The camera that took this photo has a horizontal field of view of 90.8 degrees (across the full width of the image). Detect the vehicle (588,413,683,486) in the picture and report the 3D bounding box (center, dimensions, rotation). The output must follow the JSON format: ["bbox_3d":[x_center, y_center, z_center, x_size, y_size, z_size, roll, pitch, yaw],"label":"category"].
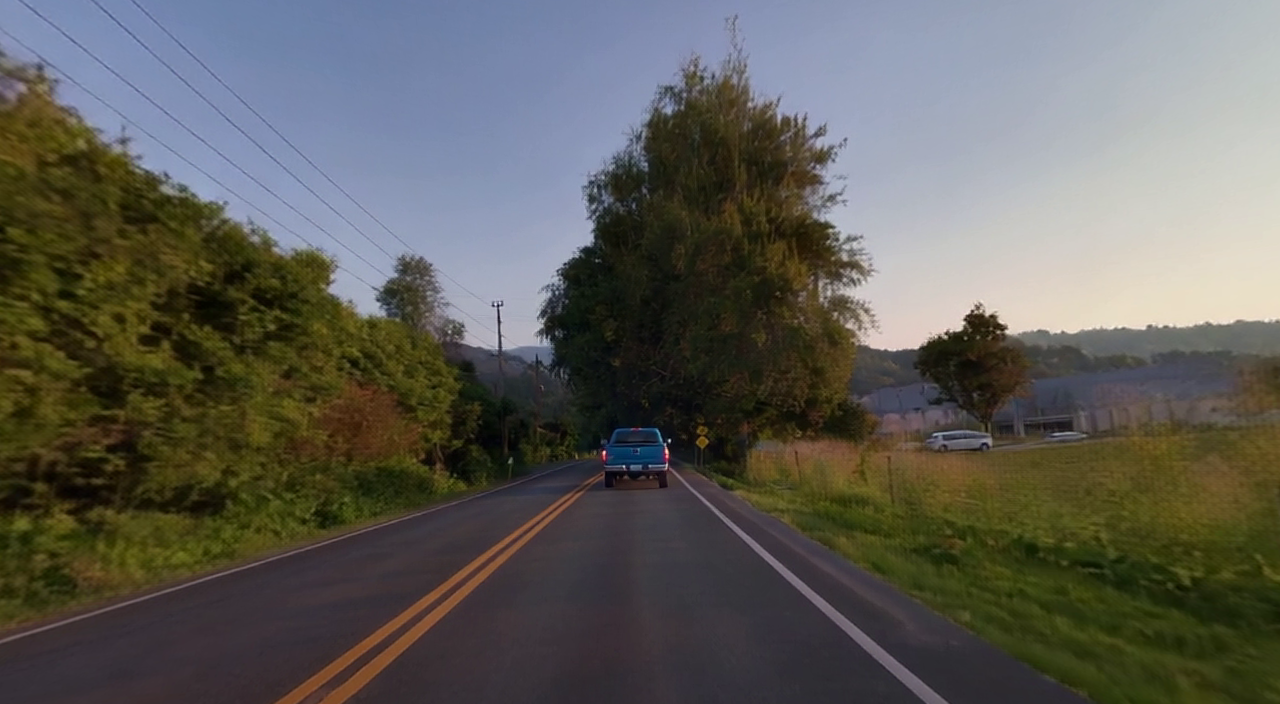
[{"bbox_3d":[-0.221,3.668,23.964,3.021,2.326,7.410,0,-8,-1],"label":"vehicle"}]
